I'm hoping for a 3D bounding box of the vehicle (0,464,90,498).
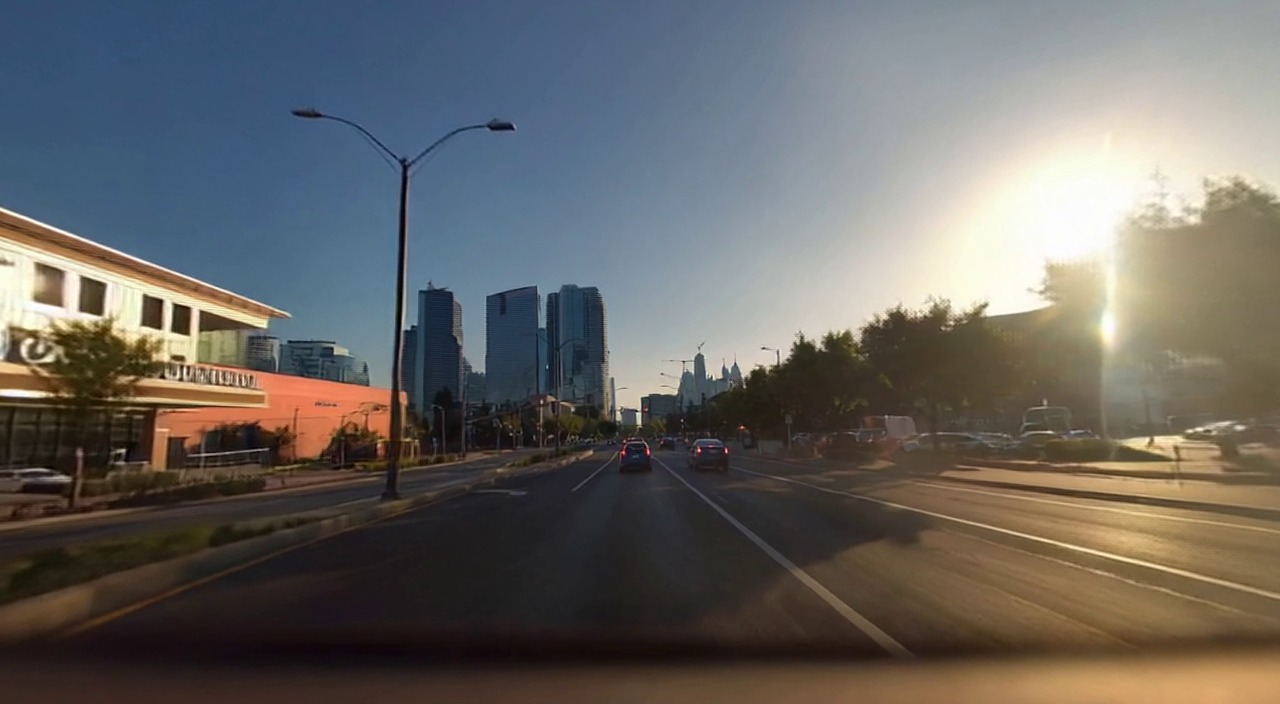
[{"bbox_3d":[-29.997,6.329,31.125,4.033,1.531,1.789,0,-9,-2],"label":"vehicle"}]

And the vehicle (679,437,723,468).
[{"bbox_3d":[3.508,5.846,36.949,2.100,1.683,4.231,0,-9,-1],"label":"vehicle"}]

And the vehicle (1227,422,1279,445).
[{"bbox_3d":[44.230,5.726,44.222,1.791,1.569,4.544,0,-9,-1],"label":"vehicle"}]

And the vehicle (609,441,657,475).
[{"bbox_3d":[-0.354,5.010,30.130,2.110,1.476,4.294,0,-9,-1],"label":"vehicle"}]
